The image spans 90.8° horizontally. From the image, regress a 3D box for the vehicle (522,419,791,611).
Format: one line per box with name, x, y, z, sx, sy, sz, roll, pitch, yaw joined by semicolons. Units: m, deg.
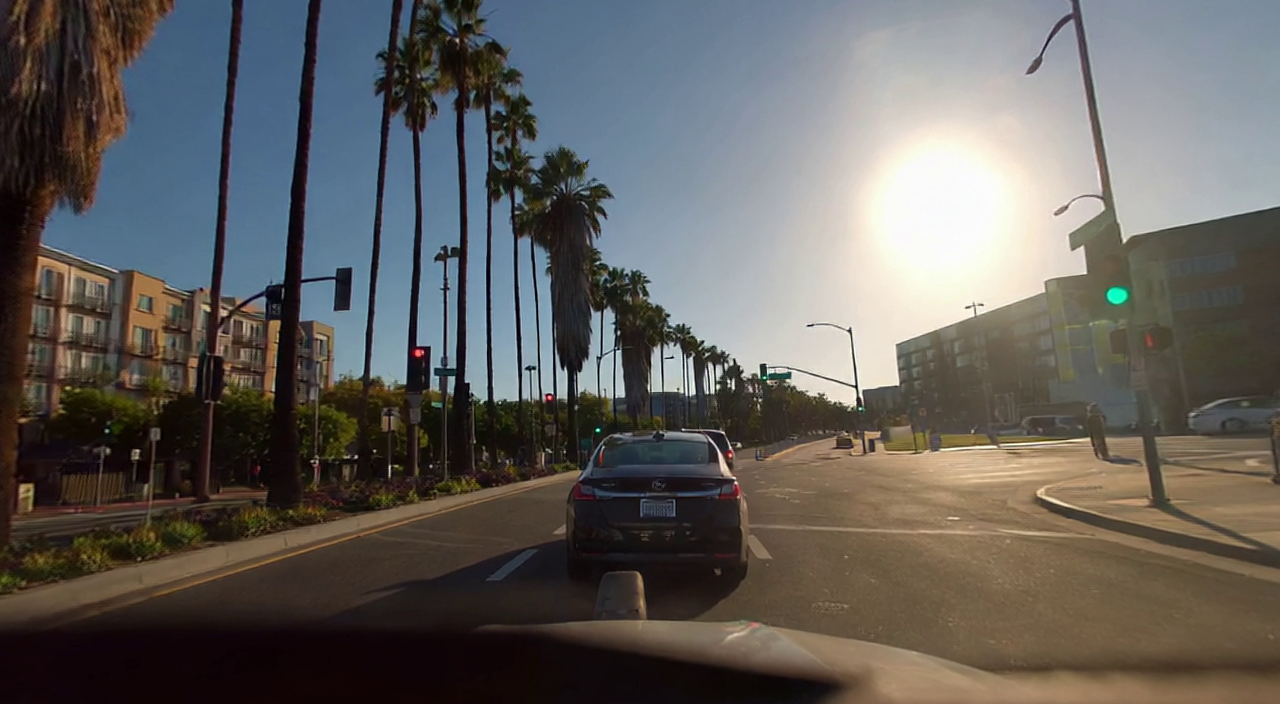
vehicle;0.151;1.589;7.058;2.096;1.492;4.071;0;-9;1
